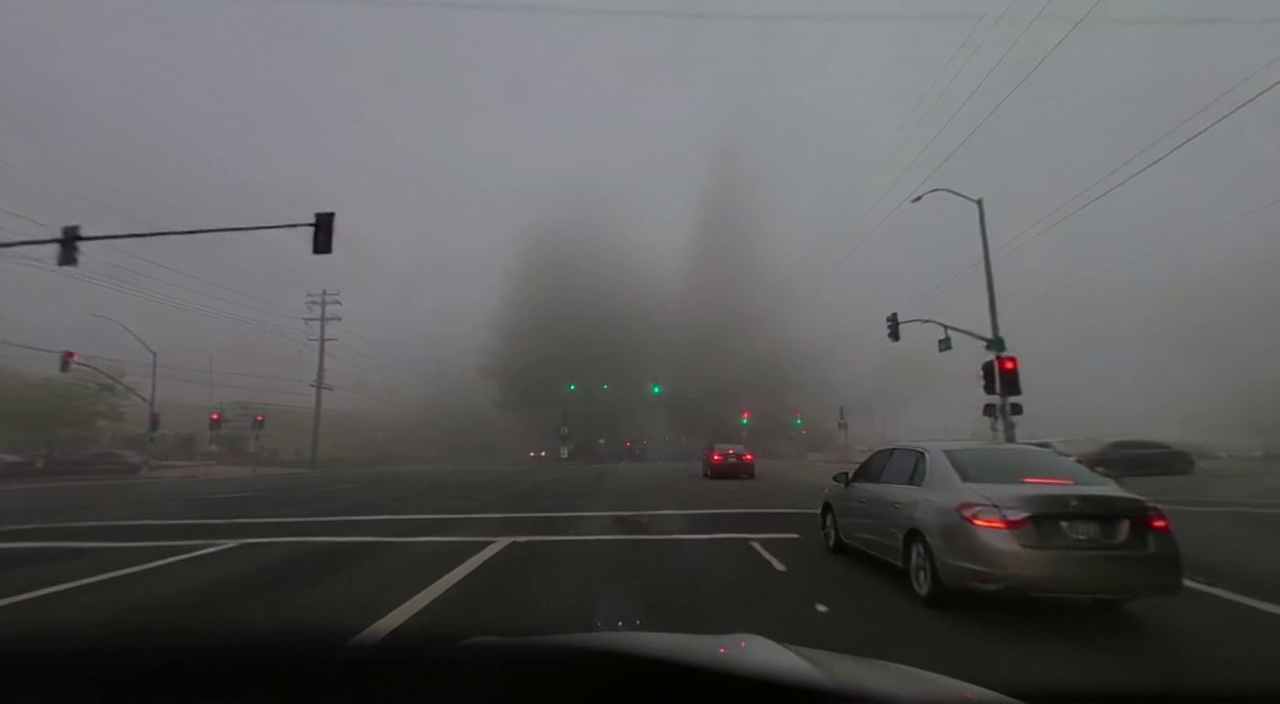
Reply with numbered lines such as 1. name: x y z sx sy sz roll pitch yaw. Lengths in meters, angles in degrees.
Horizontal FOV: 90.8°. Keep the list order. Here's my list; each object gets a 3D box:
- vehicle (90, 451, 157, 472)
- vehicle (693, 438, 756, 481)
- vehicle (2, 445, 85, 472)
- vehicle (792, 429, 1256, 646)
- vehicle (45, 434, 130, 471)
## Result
1. vehicle: -40.257 8.530 49.357 1.786 1.479 4.347 0 -9 -5
2. vehicle: 3.616 4.699 27.887 2.128 1.699 4.222 0 -8 -1
3. vehicle: -46.094 8.227 48.971 2.173 1.845 4.935 2 -8 -10
4. vehicle: 3.161 1.595 6.576 2.004 1.455 4.417 0 -9 -1
5. vehicle: -43.399 7.846 49.840 2.443 2.739 5.239 2 -8 -9
